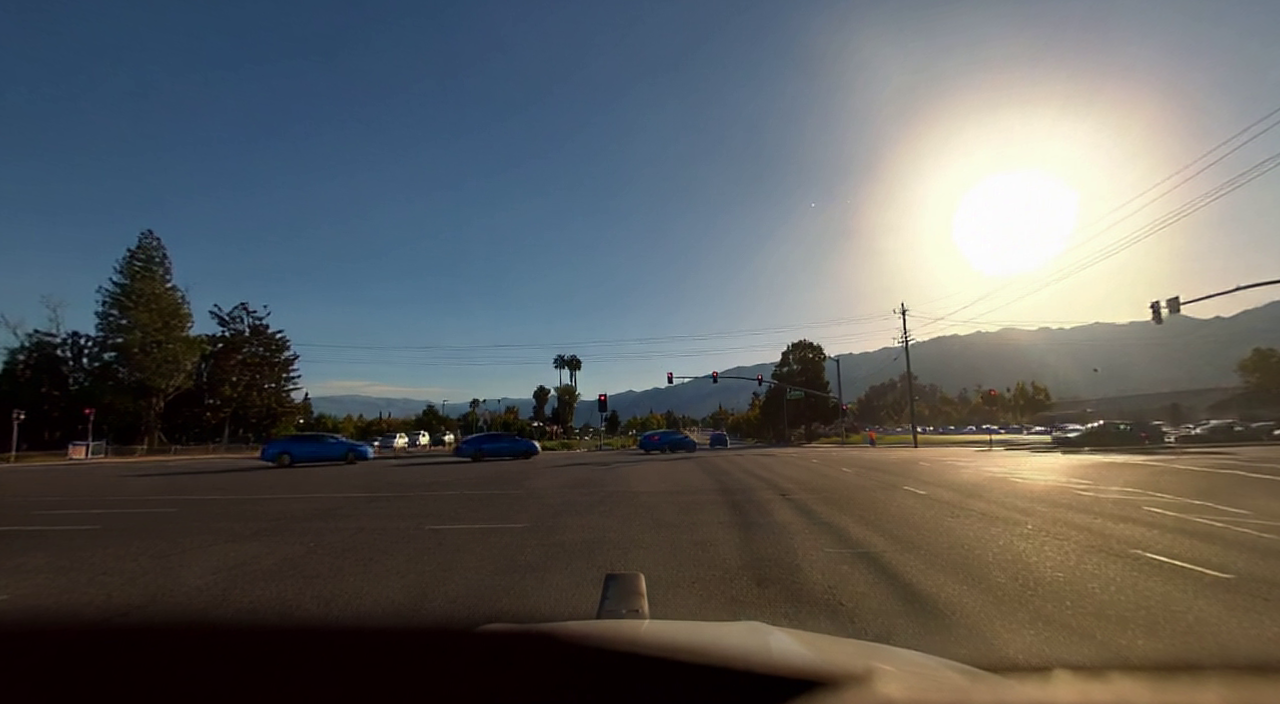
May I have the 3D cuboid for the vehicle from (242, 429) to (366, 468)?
[{"bbox_3d":[-16.013,4.636,30.415,4.812,1.735,2.105,2,-9,-15],"label":"vehicle"}]

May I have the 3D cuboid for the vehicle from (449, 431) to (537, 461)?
[{"bbox_3d":[-7.979,5.084,34.316,4.218,1.542,2.044,4,-9,-28],"label":"vehicle"}]

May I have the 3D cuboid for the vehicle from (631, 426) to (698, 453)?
[{"bbox_3d":[1.813,6.197,44.682,2.246,1.805,5.228,-6,-10,35],"label":"vehicle"}]

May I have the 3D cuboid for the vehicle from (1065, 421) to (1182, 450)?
[{"bbox_3d":[28.360,4.928,37.217,5.100,1.680,2.055,0,-8,2],"label":"vehicle"}]

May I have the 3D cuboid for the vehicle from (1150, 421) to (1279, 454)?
[{"bbox_3d":[27.305,4.035,29.801,4.778,1.495,1.959,0,-8,0],"label":"vehicle"}]
